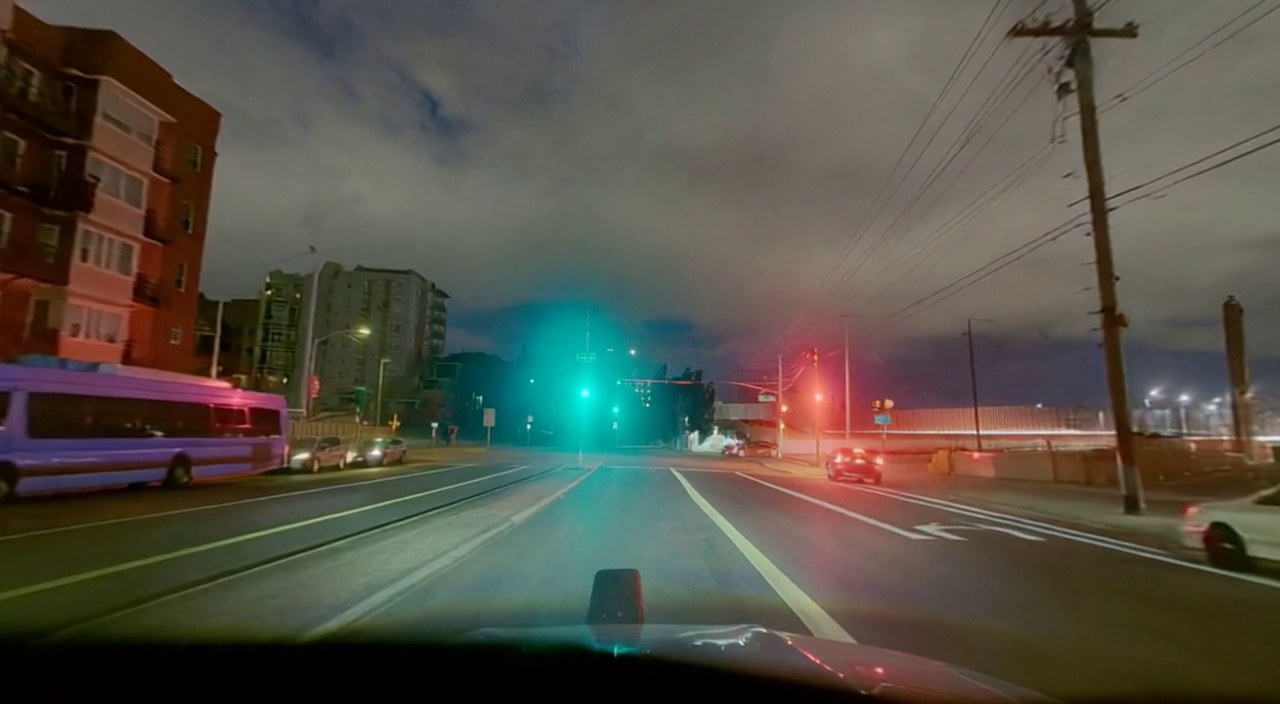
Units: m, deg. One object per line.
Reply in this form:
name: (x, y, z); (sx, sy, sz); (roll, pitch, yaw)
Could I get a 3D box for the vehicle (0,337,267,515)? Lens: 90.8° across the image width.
vehicle: (-13.549, 1.886, 15.130); (3.060, 3.307, 9.997); (0, -9, 0)

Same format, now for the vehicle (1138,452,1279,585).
vehicle: (8.248, 1.858, 6.859); (1.914, 1.473, 4.507); (0, -9, -1)
